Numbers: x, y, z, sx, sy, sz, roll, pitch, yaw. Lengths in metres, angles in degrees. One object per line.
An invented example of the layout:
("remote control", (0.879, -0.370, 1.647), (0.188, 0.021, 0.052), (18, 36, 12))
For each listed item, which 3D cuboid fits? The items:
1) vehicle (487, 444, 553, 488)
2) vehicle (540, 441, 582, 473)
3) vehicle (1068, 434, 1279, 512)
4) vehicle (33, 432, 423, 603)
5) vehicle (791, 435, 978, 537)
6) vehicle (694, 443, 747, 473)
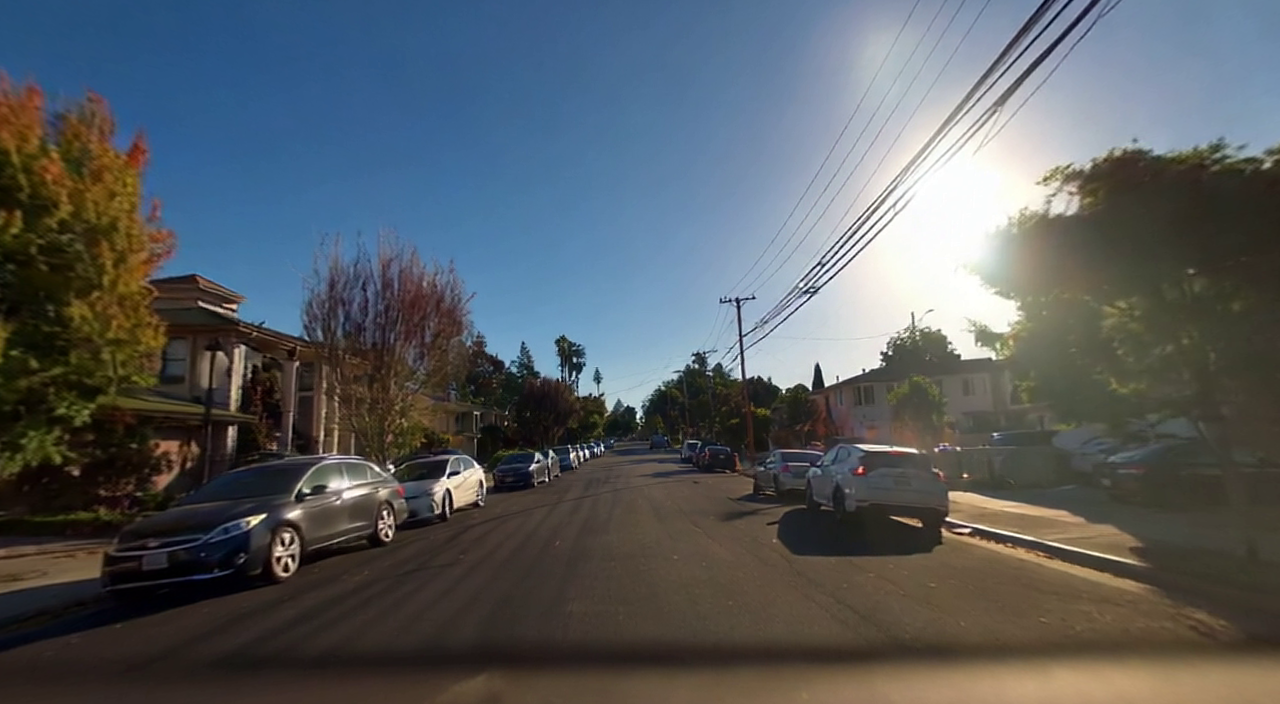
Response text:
("vehicle", (-5.118, 4.917, 27.628), (2.032, 1.716, 4.382), (0, -8, 0))
("vehicle", (-5.320, 7.184, 43.561), (2.184, 1.958, 5.757), (-1, -8, 0))
("vehicle", (12.648, 2.716, 14.455), (4.285, 1.641, 1.832), (0, -8, 0))
("vehicle", (-5.188, 2.100, 9.168), (2.360, 1.772, 4.907), (0, -8, -1))
("vehicle", (4.377, 2.426, 12.150), (1.864, 1.592, 4.221), (0, -8, 0))
("vehicle", (4.255, 5.700, 34.221), (2.174, 1.504, 4.809), (0, -8, 0))
